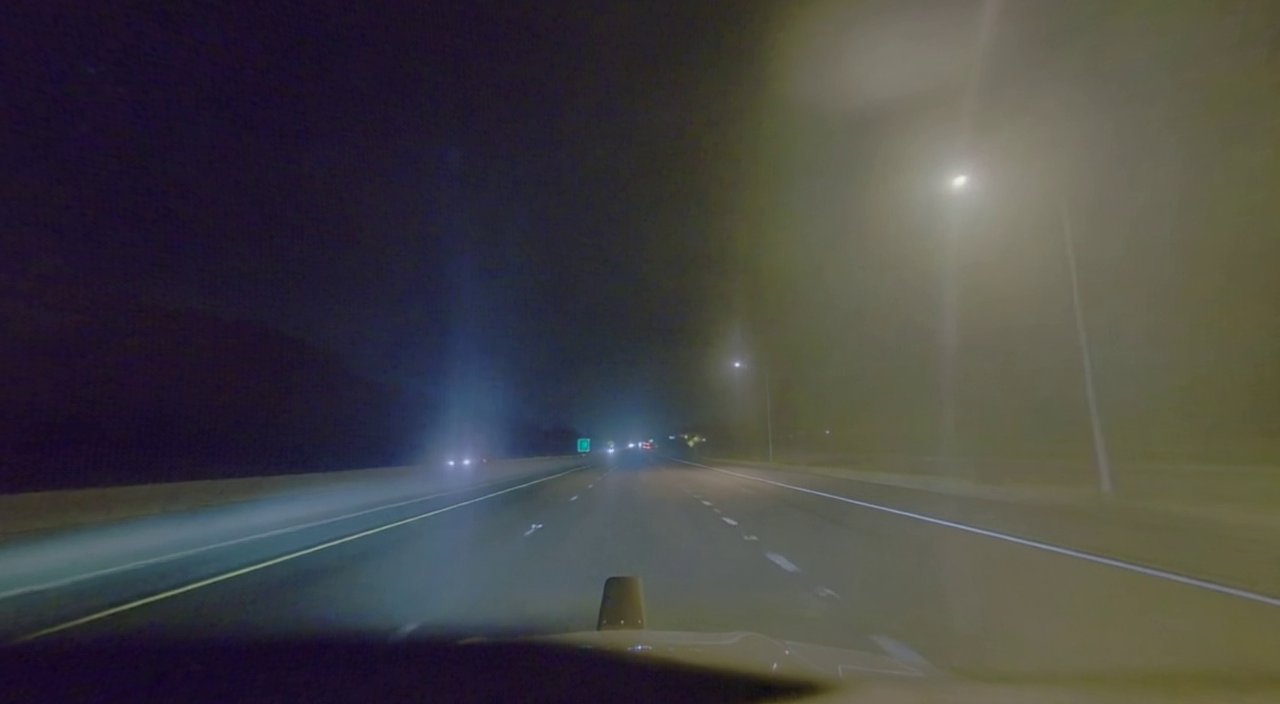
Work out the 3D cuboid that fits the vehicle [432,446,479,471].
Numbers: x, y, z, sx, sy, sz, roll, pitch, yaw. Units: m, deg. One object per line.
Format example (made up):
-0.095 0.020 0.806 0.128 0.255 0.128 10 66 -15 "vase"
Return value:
-14.059 8.106 48.200 2.065 1.832 4.651 0 -9 2 "vehicle"
